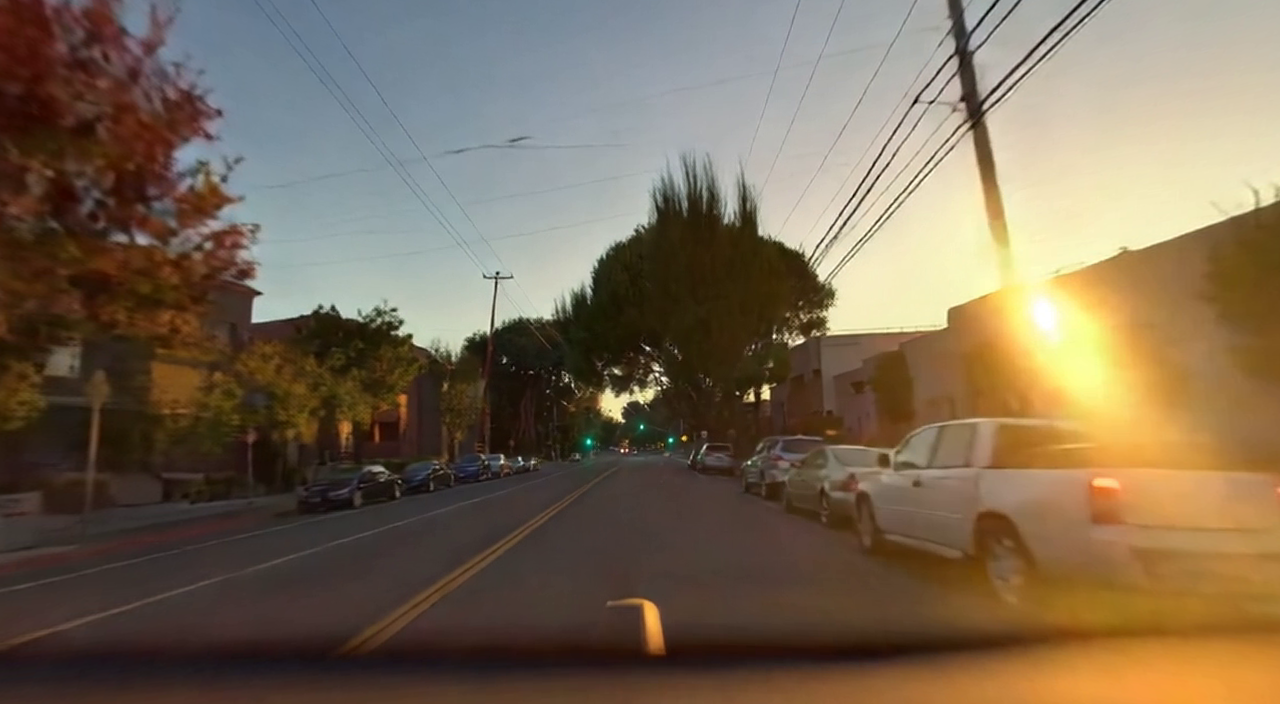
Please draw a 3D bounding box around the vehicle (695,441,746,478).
[{"bbox_3d":[4.028,5.477,32.407,2.155,1.747,4.311,-1,-9,2],"label":"vehicle"}]

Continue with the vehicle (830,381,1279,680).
[{"bbox_3d":[3.775,1.414,6.240,2.225,1.759,4.817,0,-9,-1],"label":"vehicle"}]

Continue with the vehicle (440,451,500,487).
[{"bbox_3d":[-9.016,6.224,33.792,2.051,1.657,4.322,-3,-10,0],"label":"vehicle"}]

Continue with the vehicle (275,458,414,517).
[{"bbox_3d":[-9.070,4.178,19.974,2.208,1.508,4.590,0,-9,0],"label":"vehicle"}]

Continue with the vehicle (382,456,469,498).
[{"bbox_3d":[-8.896,5.203,26.698,1.948,1.508,4.656,-1,-9,1],"label":"vehicle"}]

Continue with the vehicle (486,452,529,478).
[{"bbox_3d":[-8.943,7.681,42.876,1.884,1.526,4.061,-5,-10,2],"label":"vehicle"}]
